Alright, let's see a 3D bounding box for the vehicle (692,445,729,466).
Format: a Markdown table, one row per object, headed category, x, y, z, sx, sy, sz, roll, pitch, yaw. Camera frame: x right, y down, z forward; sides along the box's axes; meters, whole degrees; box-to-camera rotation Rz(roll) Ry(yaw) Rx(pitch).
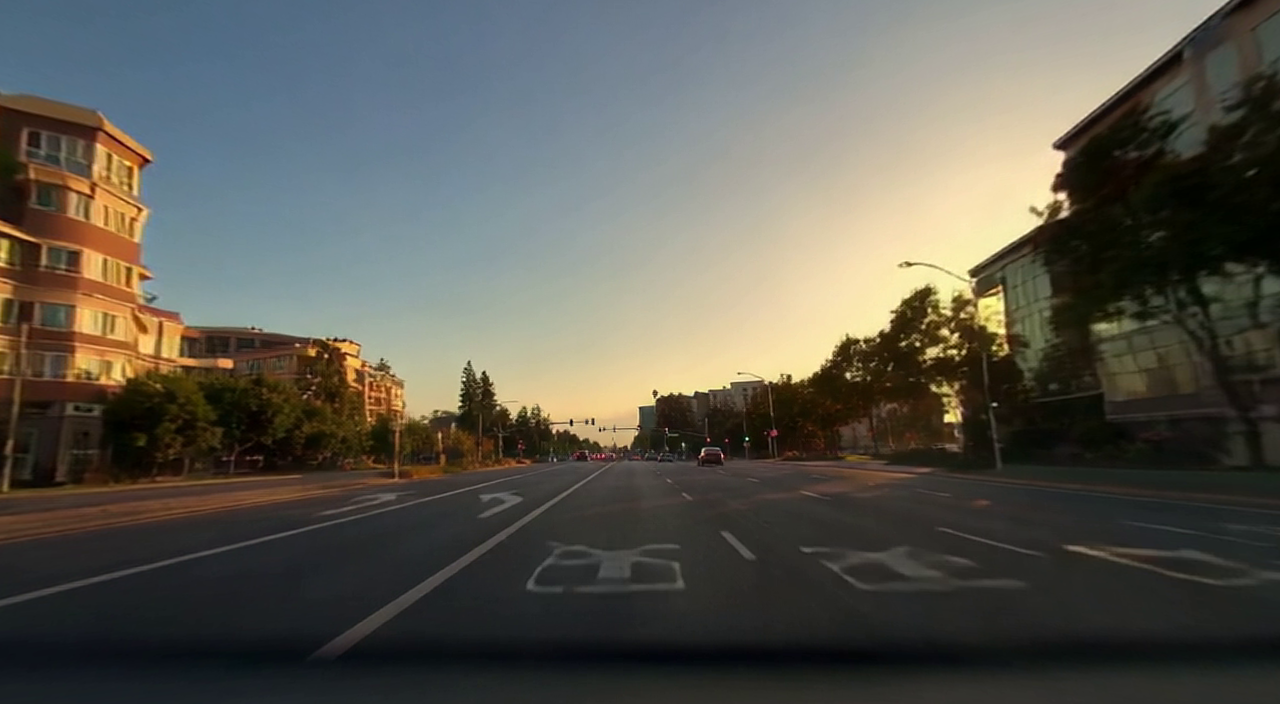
| category | x | y | z | sx | sy | sz | roll | pitch | yaw |
| --- | --- | --- | --- | --- | --- | --- | --- | --- | --- |
| vehicle | 5.312 | 7.913 | 48.388 | 2.187 | 1.475 | 4.529 | 0 | -9 | -2 |
